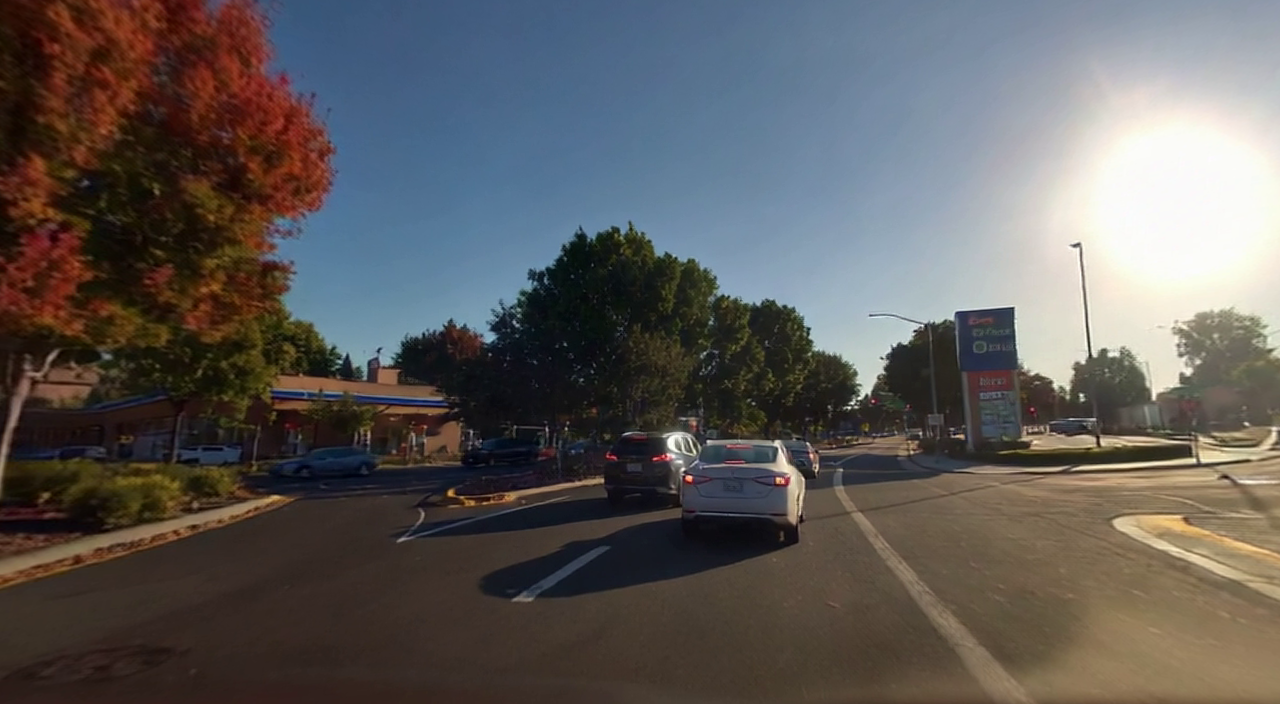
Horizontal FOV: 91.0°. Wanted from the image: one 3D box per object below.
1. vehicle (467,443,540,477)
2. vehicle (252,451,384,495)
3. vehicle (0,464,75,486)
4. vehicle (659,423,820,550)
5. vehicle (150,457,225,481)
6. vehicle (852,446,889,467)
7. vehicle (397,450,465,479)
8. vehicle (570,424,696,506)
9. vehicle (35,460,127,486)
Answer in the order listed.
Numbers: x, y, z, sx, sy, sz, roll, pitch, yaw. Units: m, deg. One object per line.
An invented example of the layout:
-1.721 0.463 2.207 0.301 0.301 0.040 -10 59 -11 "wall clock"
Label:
-7.245 5.769 33.860 2.088 1.693 4.491 -2 -9 12 "vehicle"
-12.691 4.753 25.266 1.894 1.528 4.849 -2 -9 14 "vehicle"
-42.361 8.582 44.128 1.603 1.398 3.616 -5 -10 26 "vehicle"
1.772 2.023 10.163 2.060 1.580 3.980 -2 -9 15 "vehicle"
-32.439 8.349 45.113 4.507 1.533 1.999 -3 -9 18 "vehicle"
16.914 7.655 46.391 1.916 1.462 4.487 -2 -9 12 "vehicle"
-12.933 6.960 39.243 1.926 1.693 4.445 -2 -9 13 "vehicle"
0.024 2.826 16.195 2.102 1.774 4.662 -2 -9 14 "vehicle"
-34.758 7.510 39.180 4.384 1.490 2.031 -2 -8 14 "vehicle"
